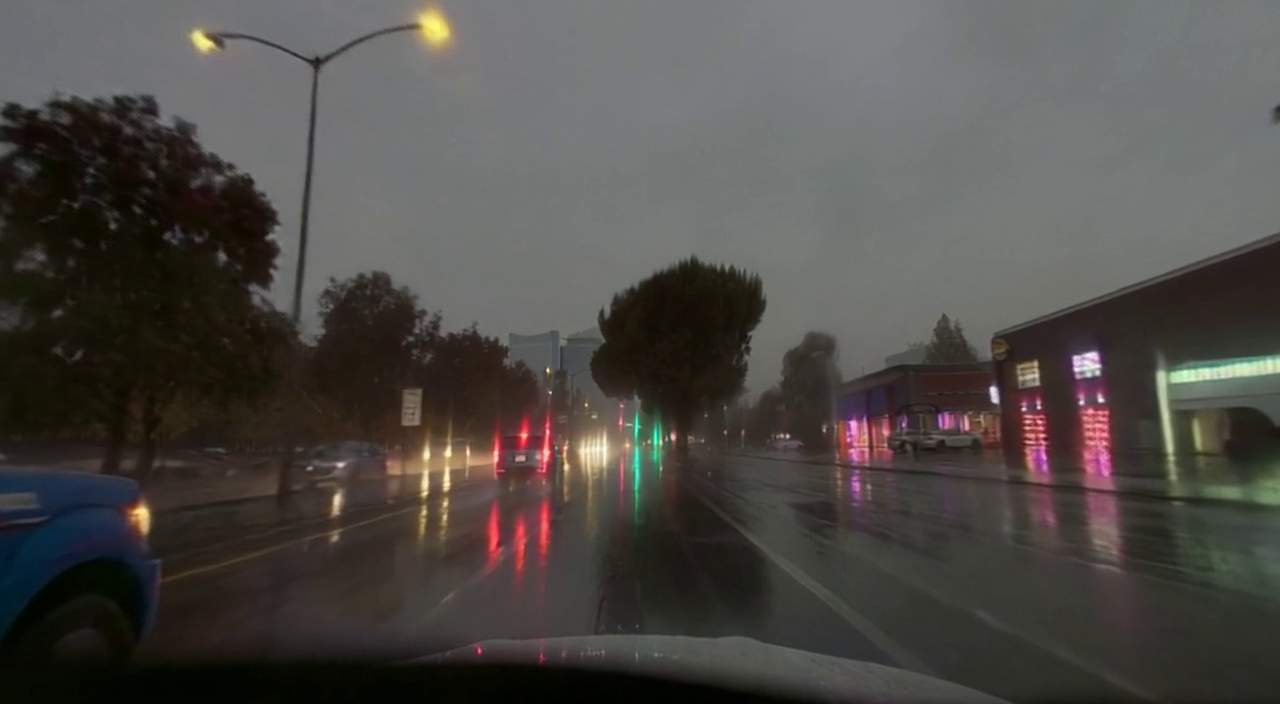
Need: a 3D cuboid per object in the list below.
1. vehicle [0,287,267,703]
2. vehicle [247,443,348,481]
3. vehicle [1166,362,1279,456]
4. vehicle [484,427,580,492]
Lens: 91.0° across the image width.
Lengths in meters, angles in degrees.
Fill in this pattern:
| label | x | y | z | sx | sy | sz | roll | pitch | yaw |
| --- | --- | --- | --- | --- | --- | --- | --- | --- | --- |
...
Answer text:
| label | x | y | z | sx | sy | sz | roll | pitch | yaw |
| --- | --- | --- | --- | --- | --- | --- | --- | --- | --- |
| vehicle | -3.200 | 0.513 | 0.764 | 2.277 | 1.801 | 5.250 | 0 | -8 | 0 |
| vehicle | -14.830 | 4.768 | 27.573 | 2.047 | 1.489 | 4.216 | 0 | -8 | 0 |
| vehicle | 26.065 | 1.881 | 22.078 | 2.948 | 3.576 | 13.937 | 0 | -8 | -2 |
| vehicle | -3.275 | 3.417 | 20.323 | 2.065 | 1.790 | 5.417 | 0 | -8 | 1 |
